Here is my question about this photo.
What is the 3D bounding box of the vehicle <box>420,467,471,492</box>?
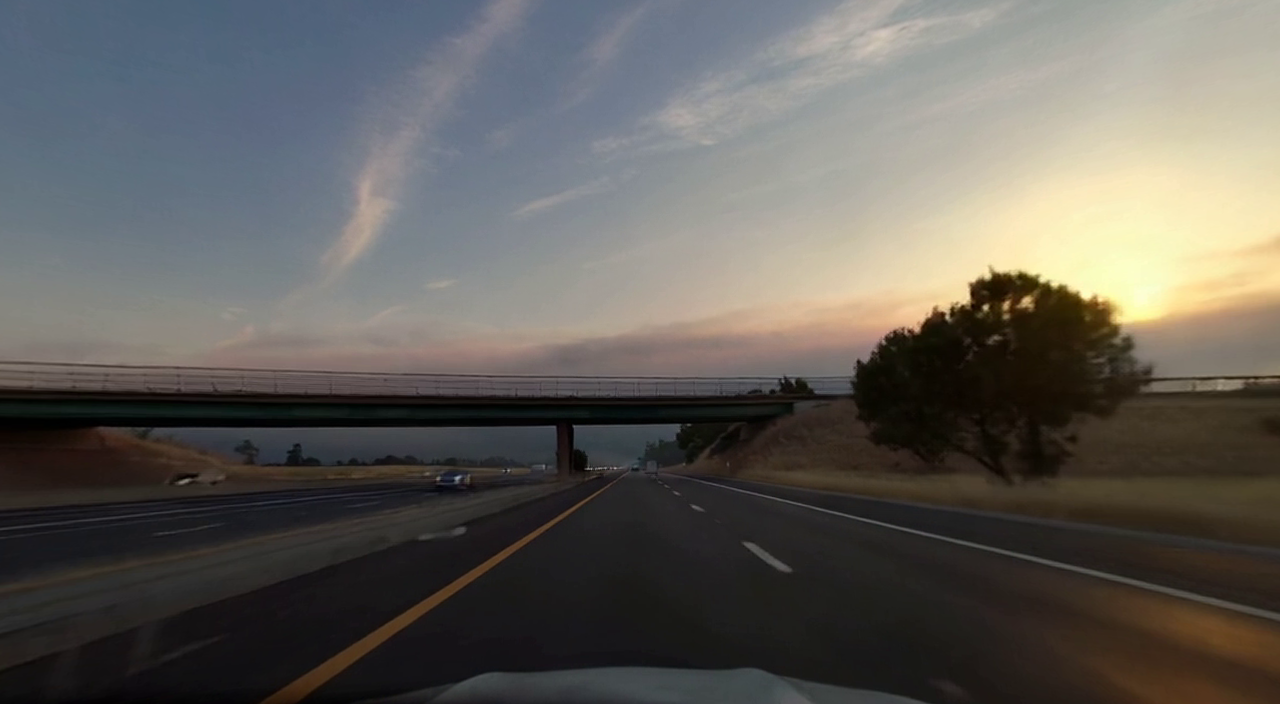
[{"bbox_3d":[-13.082,8.580,42.617,2.000,1.564,4.257,1,-10,0],"label":"vehicle"}]

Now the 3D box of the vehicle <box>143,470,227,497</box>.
[{"bbox_3d":[-30.443,8.804,42.359,1.931,1.606,4.785,0,-10,1],"label":"vehicle"}]
